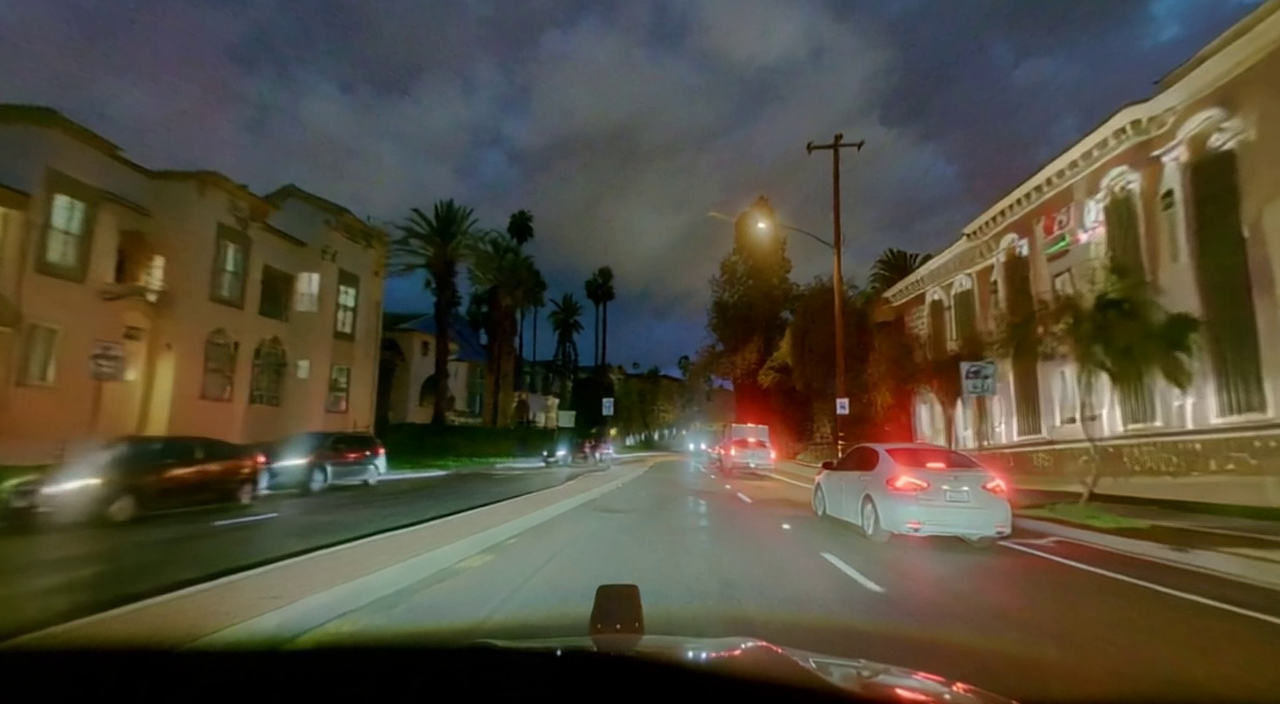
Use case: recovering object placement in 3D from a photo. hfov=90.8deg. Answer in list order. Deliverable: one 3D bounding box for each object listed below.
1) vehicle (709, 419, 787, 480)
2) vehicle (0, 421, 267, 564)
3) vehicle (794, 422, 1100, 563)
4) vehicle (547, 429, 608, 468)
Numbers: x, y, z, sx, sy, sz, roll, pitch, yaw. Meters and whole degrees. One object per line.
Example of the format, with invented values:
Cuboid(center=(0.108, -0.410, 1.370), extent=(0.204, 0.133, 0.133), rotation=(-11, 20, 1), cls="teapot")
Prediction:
Cuboid(center=(3.809, 3.561, 23.076), extent=(2.109, 2.002, 4.424), rotation=(0, -9, 1), cls="vehicle")
Cuboid(center=(-7.789, 1.795, 8.984), extent=(2.023, 1.518, 4.388), rotation=(-2, -6, 5), cls="vehicle")
Cuboid(center=(3.998, 1.911, 9.367), extent=(2.096, 1.552, 4.519), rotation=(0, -9, -3), cls="vehicle")
Cuboid(center=(-3.388, 5.320, 35.088), extent=(2.069, 1.820, 4.388), rotation=(-4, -6, 12), cls="vehicle")
